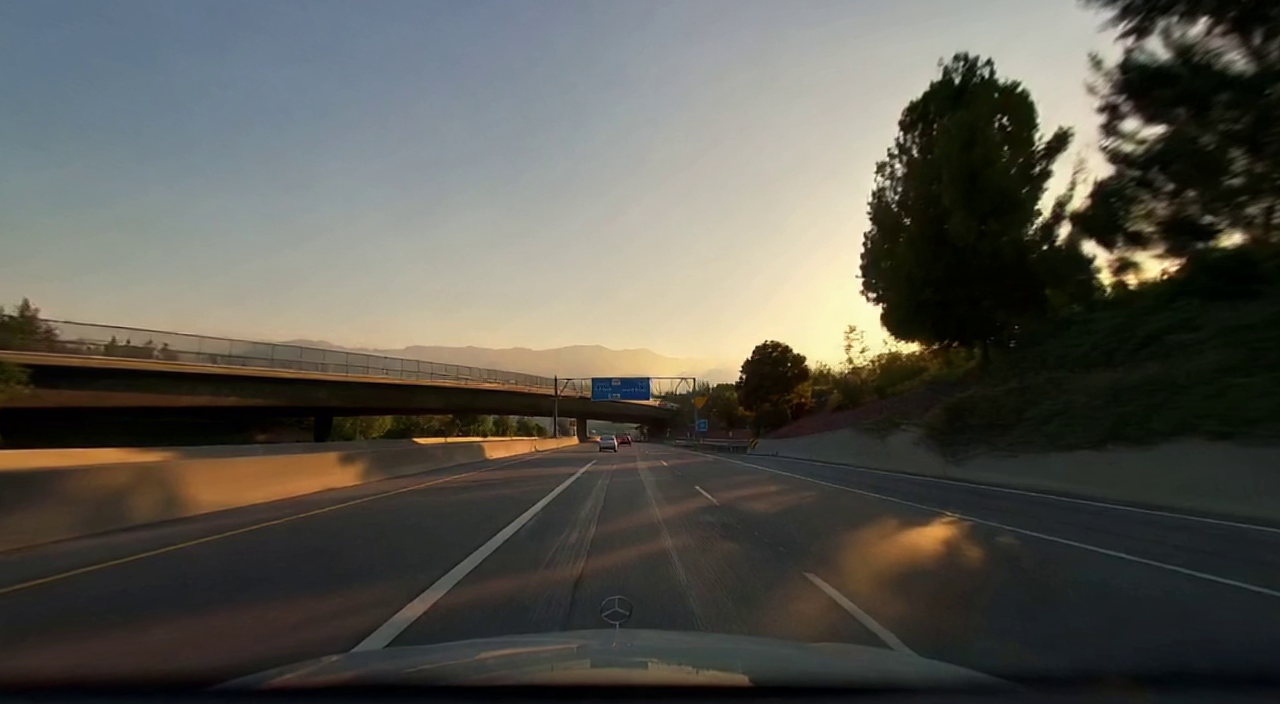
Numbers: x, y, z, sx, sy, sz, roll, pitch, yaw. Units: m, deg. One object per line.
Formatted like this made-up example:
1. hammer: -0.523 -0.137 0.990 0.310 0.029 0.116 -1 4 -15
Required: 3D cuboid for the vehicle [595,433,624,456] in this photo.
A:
1. vehicle: -2.135 6.547 44.617 1.993 1.519 4.046 0 -8 -2
